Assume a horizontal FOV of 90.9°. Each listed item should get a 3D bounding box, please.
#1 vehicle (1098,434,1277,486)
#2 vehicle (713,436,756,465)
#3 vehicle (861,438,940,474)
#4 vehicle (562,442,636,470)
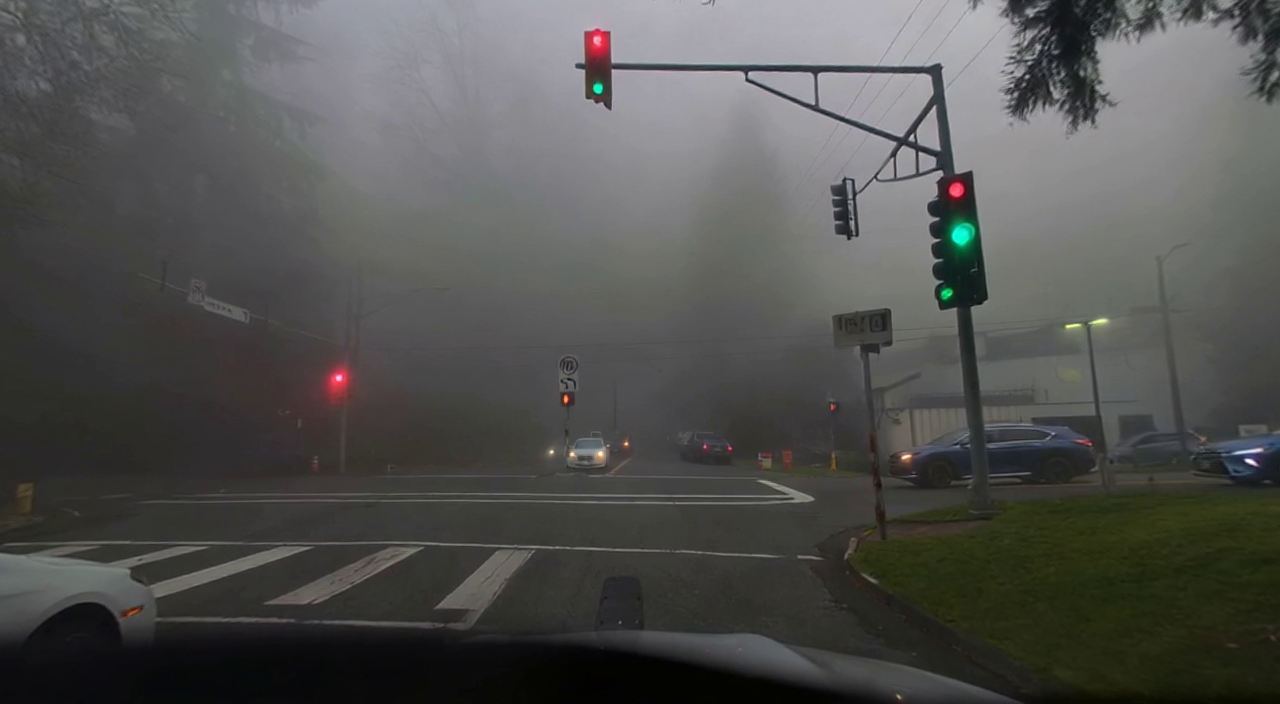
[{"bbox_3d":[16.804,3.317,19.502,3.876,1.512,1.784,0,-8,-2],"label":"vehicle"},{"bbox_3d":[6.901,7.185,46.179,1.491,2.041,2.964,6,-9,-33],"label":"vehicle"},{"bbox_3d":[12.399,5.041,30.273,1.922,1.529,3.964,1,-11,-2],"label":"vehicle"},{"bbox_3d":[-2.440,6.152,37.555,3.991,1.526,1.868,-4,-9,30],"label":"vehicle"}]
